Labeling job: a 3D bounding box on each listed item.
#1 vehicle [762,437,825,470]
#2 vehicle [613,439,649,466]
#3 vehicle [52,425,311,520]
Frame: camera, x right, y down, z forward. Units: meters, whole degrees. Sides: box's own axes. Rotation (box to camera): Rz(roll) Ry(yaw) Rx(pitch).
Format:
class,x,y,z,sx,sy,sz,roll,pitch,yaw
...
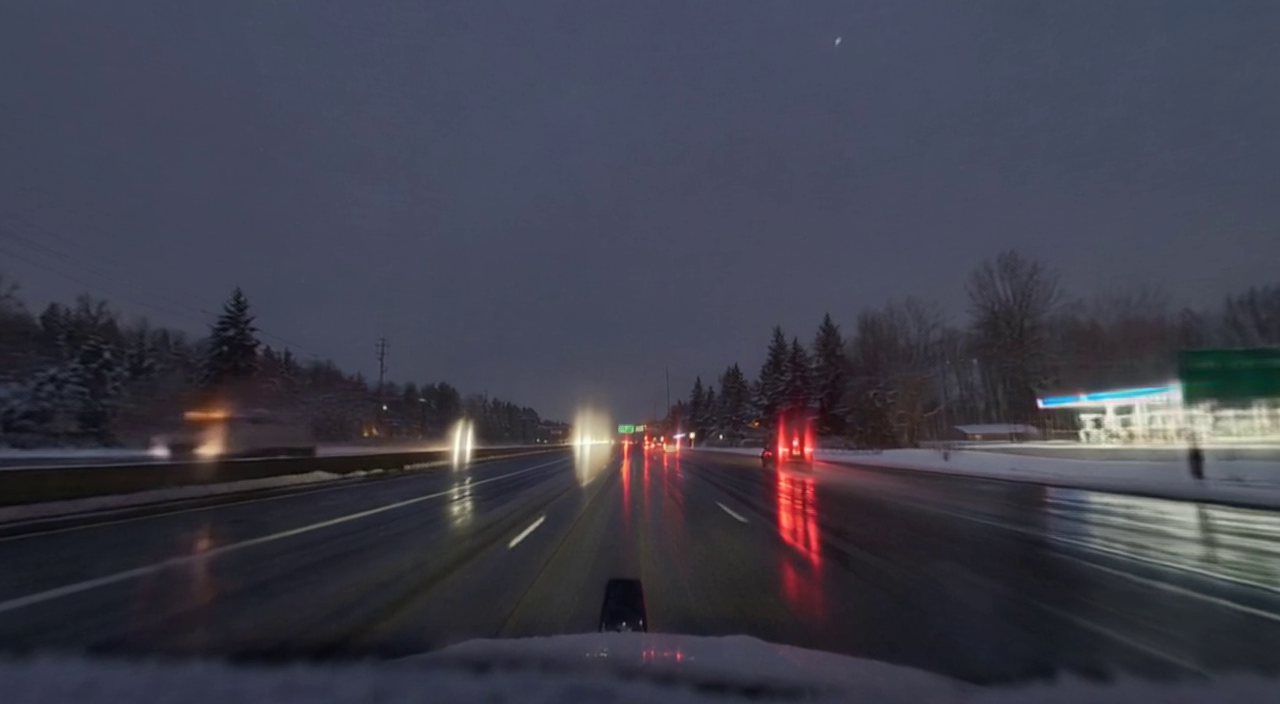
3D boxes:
class,x,y,z,sx,sy,sz,roll,pitch,yaw
vehicle,7.333,4.907,30.584,1.867,1.463,4.295,0,-8,-1
vehicle,-0.531,5.817,36.615,1.999,1.473,4.351,0,-8,-1
vehicle,-9.778,2.577,14.191,2.005,1.725,5.137,0,-8,-1
